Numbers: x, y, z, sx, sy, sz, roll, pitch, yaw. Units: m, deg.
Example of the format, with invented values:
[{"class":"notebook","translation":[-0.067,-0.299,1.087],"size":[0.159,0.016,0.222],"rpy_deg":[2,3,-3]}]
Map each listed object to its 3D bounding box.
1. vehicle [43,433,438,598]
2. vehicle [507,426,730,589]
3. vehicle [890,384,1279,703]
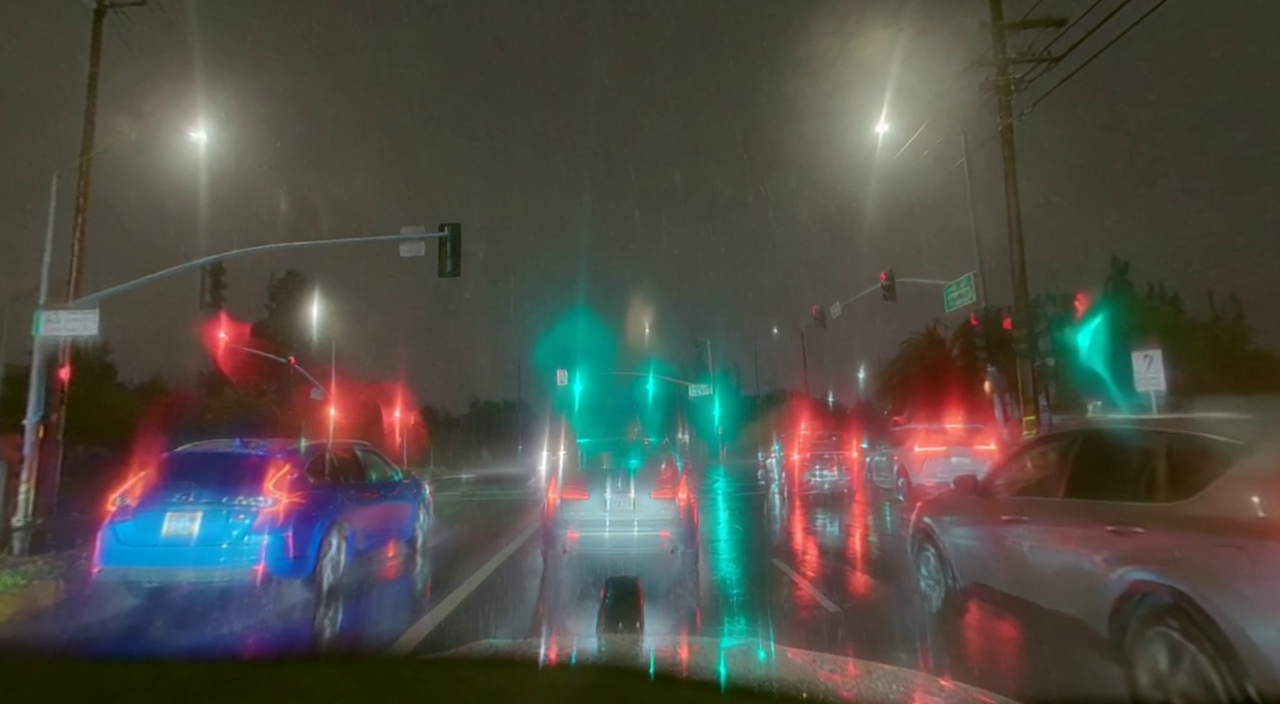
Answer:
[{"class":"vehicle","translation":[-4.369,1.819,8.006],"size":[2.106,1.492,4.312],"rpy_deg":[0,-8,1]},{"class":"vehicle","translation":[-0.225,1.756,8.018],"size":[2.061,1.485,4.196],"rpy_deg":[0,-8,-1]},{"class":"vehicle","translation":[2.917,1.016,3.049],"size":[1.860,1.494,3.707],"rpy_deg":[0,-8,0]}]
